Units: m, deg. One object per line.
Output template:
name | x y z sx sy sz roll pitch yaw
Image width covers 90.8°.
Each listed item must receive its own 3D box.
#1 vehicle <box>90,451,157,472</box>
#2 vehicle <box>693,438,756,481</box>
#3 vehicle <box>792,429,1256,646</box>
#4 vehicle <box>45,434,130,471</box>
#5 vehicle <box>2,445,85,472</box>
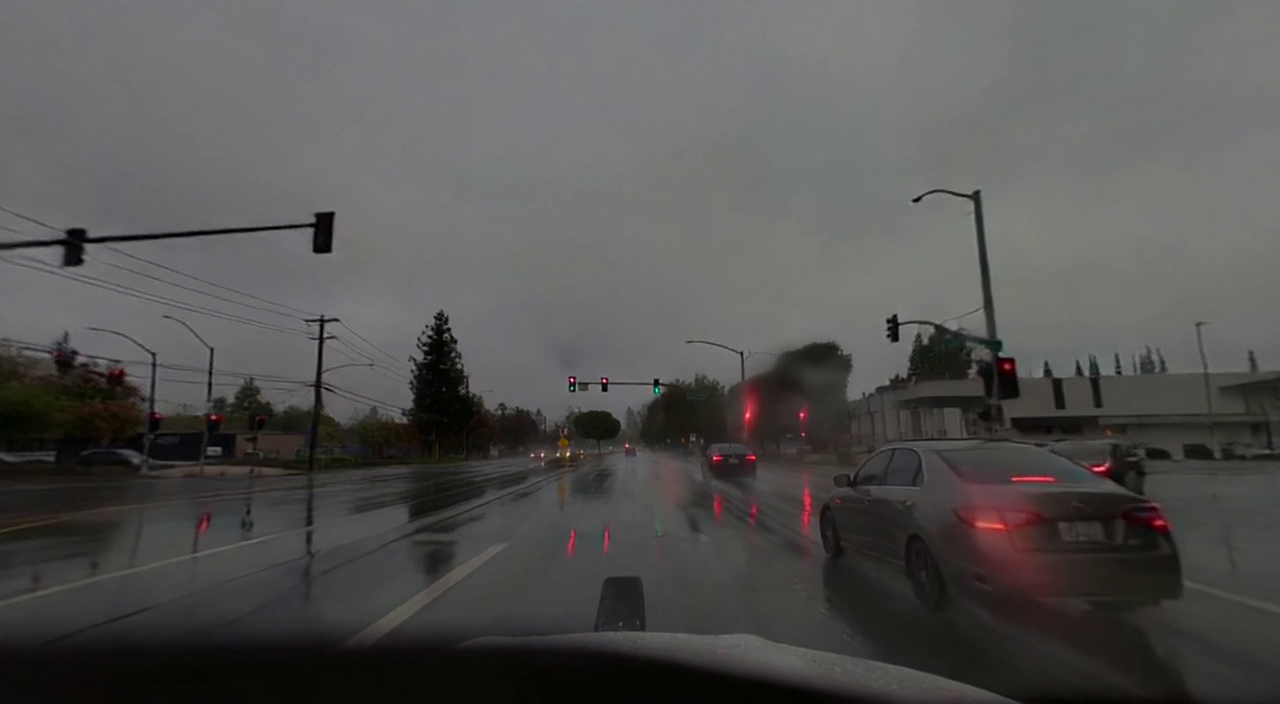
vehicle | -40.257 8.530 49.357 1.786 1.479 4.347 0 -9 -5
vehicle | 3.616 4.699 27.887 2.128 1.699 4.222 0 -8 -1
vehicle | 3.161 1.595 6.576 2.004 1.455 4.417 0 -9 -1
vehicle | -43.399 7.846 49.840 2.443 2.739 5.239 2 -8 -9
vehicle | -46.094 8.227 48.971 2.173 1.845 4.935 2 -8 -10
